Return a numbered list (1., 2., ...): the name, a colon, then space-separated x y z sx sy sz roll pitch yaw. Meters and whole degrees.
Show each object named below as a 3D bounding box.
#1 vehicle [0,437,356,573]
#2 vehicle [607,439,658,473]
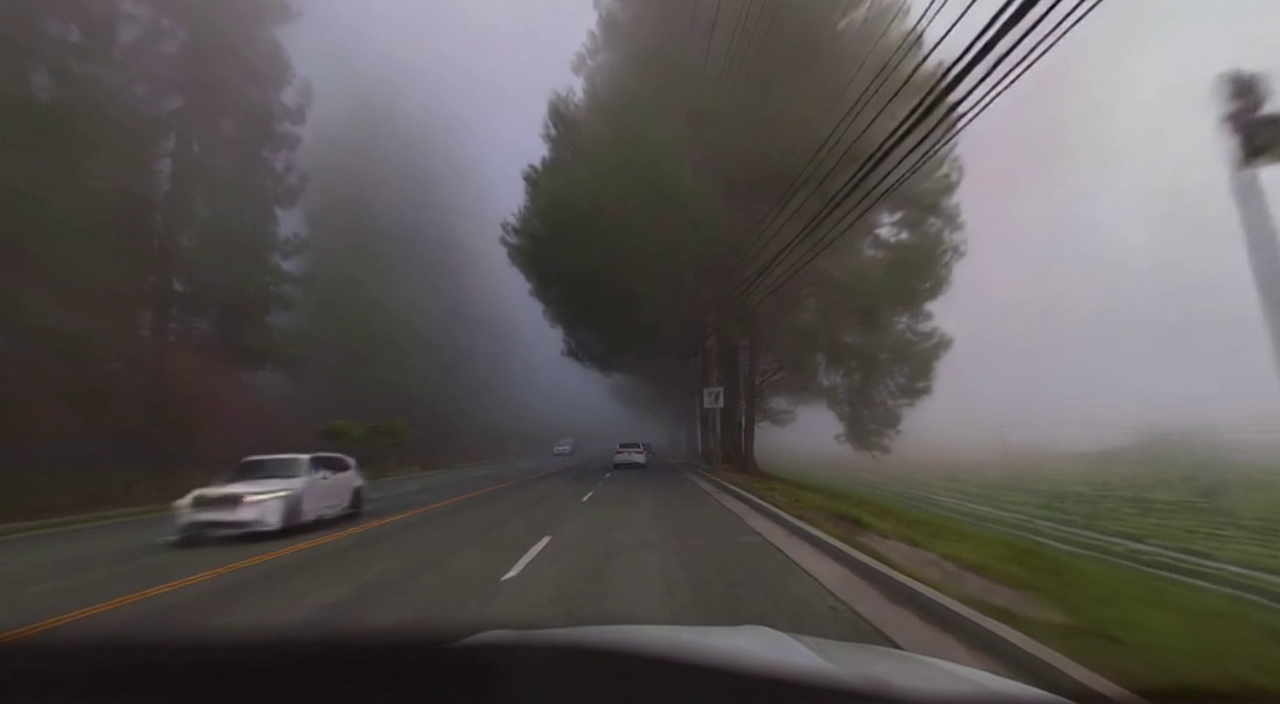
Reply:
1. vehicle: -6.511 2.132 9.702 2.142 1.436 4.612 -4 -8 0
2. vehicle: -0.291 4.861 29.662 2.153 1.461 4.374 -1 -8 2
